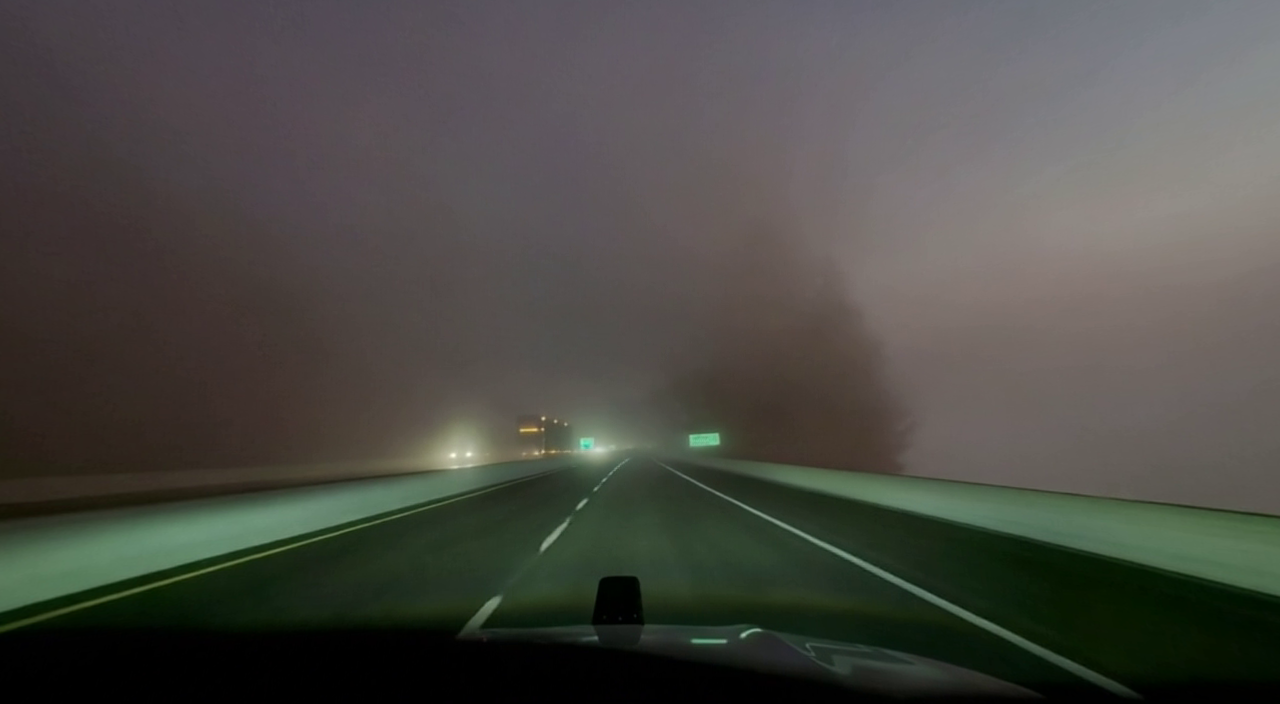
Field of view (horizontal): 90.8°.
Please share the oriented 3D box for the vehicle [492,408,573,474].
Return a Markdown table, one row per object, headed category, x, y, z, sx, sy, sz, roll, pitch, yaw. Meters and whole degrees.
| category | x | y | z | sx | sy | sz | roll | pitch | yaw |
| --- | --- | --- | --- | --- | --- | --- | --- | --- | --- |
| vehicle | -6.881 | 6.132 | 43.030 | 2.939 | 3.731 | 14.269 | 0 | -9 | 0 |
